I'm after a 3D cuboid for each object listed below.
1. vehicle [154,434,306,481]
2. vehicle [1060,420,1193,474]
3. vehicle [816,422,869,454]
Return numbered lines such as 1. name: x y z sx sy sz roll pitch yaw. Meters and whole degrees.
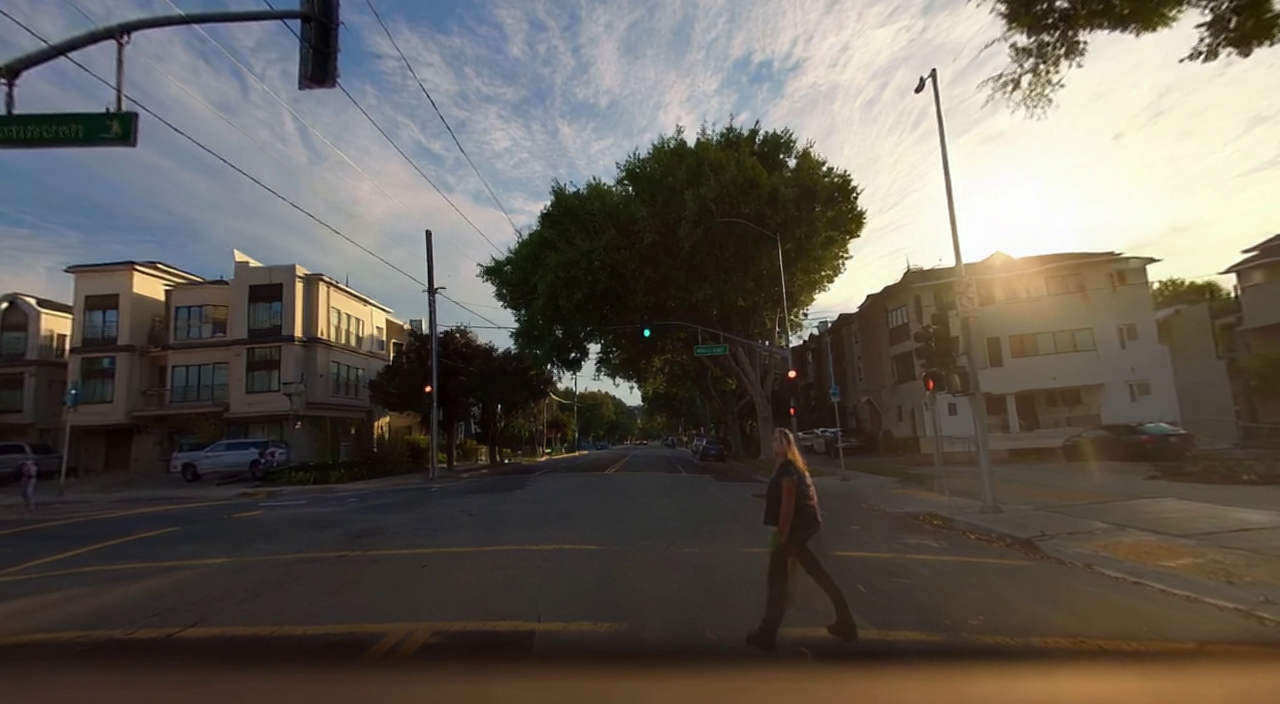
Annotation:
1. vehicle: -18.963 4.871 29.497 5.468 1.854 2.283 -2 -8 -4
2. vehicle: 17.094 3.373 22.487 2.013 1.722 4.007 -2 -9 10
3. vehicle: 11.524 4.957 36.239 1.950 1.714 4.245 -1 -9 5
